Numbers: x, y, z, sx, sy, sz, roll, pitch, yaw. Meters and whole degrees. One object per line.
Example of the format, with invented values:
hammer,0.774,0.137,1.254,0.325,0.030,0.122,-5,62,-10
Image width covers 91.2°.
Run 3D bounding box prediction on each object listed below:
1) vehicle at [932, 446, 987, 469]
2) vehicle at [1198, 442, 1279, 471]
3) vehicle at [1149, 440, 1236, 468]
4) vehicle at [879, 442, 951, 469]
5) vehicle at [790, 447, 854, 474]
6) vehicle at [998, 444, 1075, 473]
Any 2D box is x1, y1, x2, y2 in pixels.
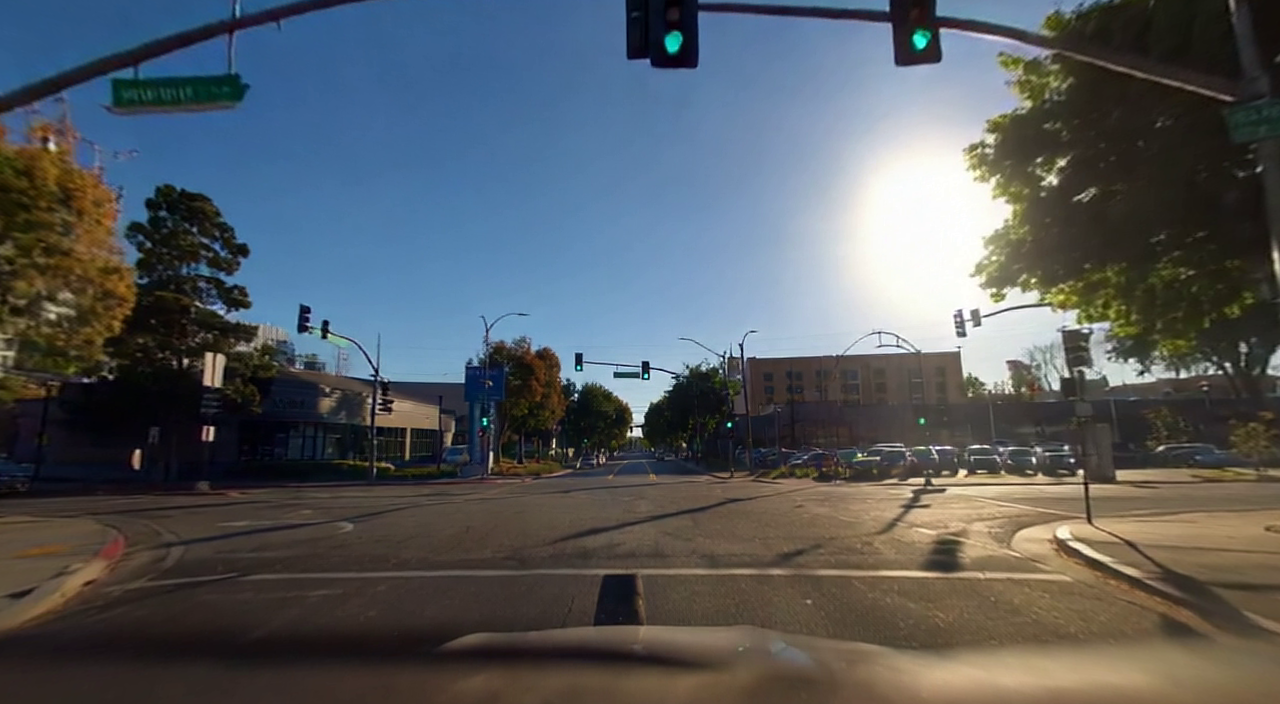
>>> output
vehicle,21.880,7.211,43.074,1.923,1.463,3.758,-1,-8,3
vehicle,31.444,5.421,32.669,1.612,1.402,3.320,-1,-9,0
vehicle,29.022,5.363,33.026,1.591,1.332,3.202,-2,-9,1
vehicle,16.966,6.346,38.595,4.522,1.546,1.941,6,-11,-35
vehicle,11.160,6.597,38.184,1.955,1.508,4.295,-8,-12,42
vehicle,20.975,5.614,33.315,1.851,1.388,3.475,0,-8,1
